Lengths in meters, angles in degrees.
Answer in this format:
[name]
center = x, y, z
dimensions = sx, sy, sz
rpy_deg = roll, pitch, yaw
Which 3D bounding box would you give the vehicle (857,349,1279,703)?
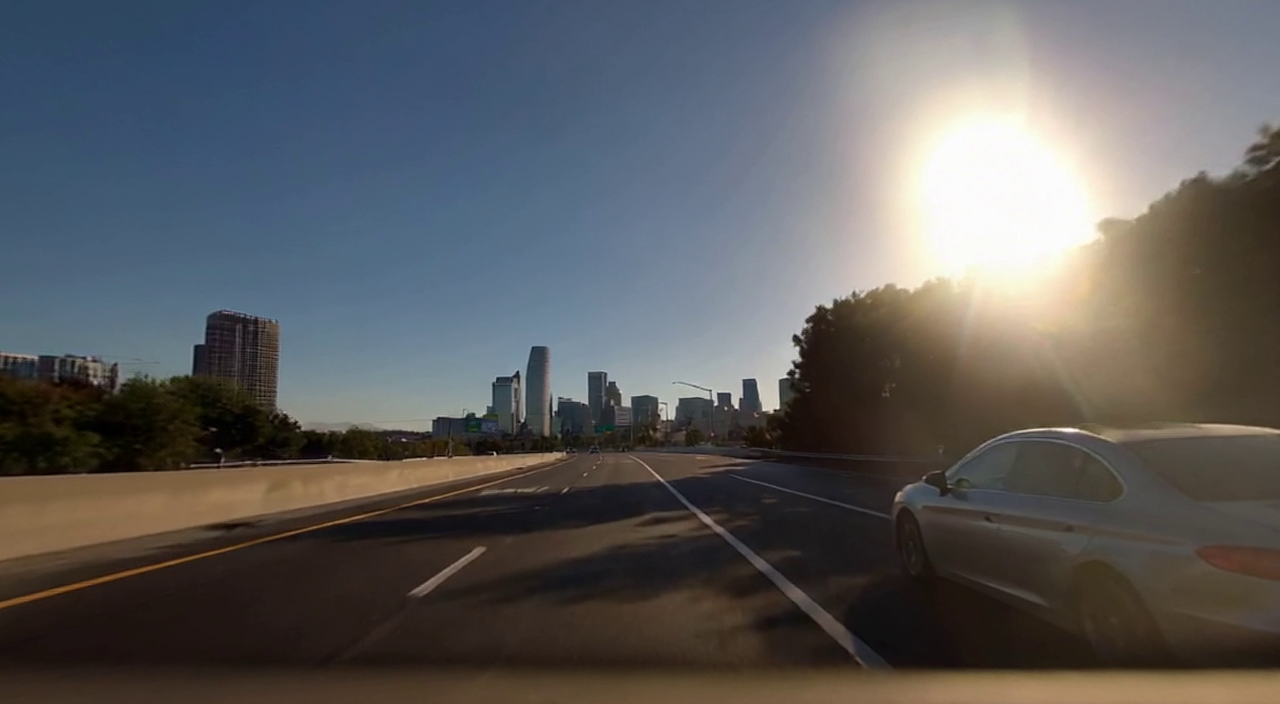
[vehicle]
center = 3.207, 1.032, 3.803
dimensions = 2.104, 1.575, 4.698
rpy_deg = -1, -9, 0
